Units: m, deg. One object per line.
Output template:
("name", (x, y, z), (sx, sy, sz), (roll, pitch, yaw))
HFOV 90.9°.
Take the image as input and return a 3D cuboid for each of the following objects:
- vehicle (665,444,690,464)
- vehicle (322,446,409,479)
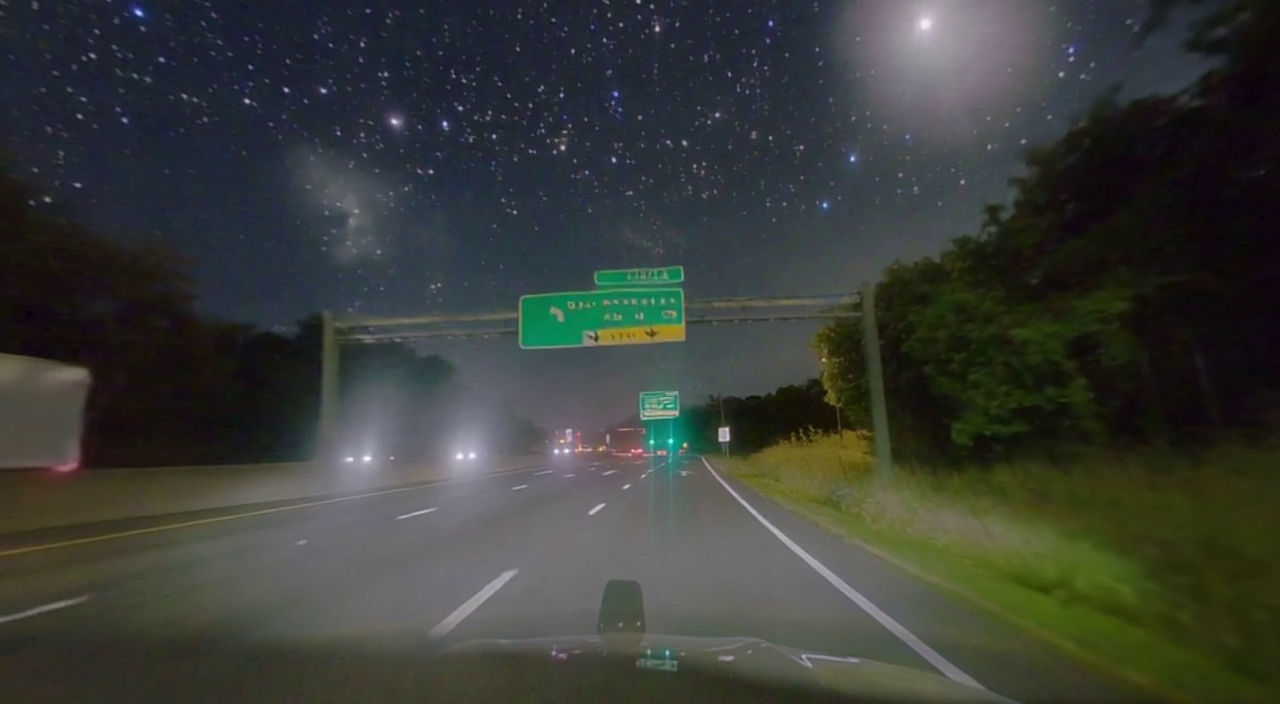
("vehicle", (2.846, 7.613, 47.065), (1.807, 1.427, 3.645), (-1, -9, 4))
("vehicle", (-12.911, 5.220, 29.972), (1.908, 1.447, 4.337), (-1, -9, 5))
